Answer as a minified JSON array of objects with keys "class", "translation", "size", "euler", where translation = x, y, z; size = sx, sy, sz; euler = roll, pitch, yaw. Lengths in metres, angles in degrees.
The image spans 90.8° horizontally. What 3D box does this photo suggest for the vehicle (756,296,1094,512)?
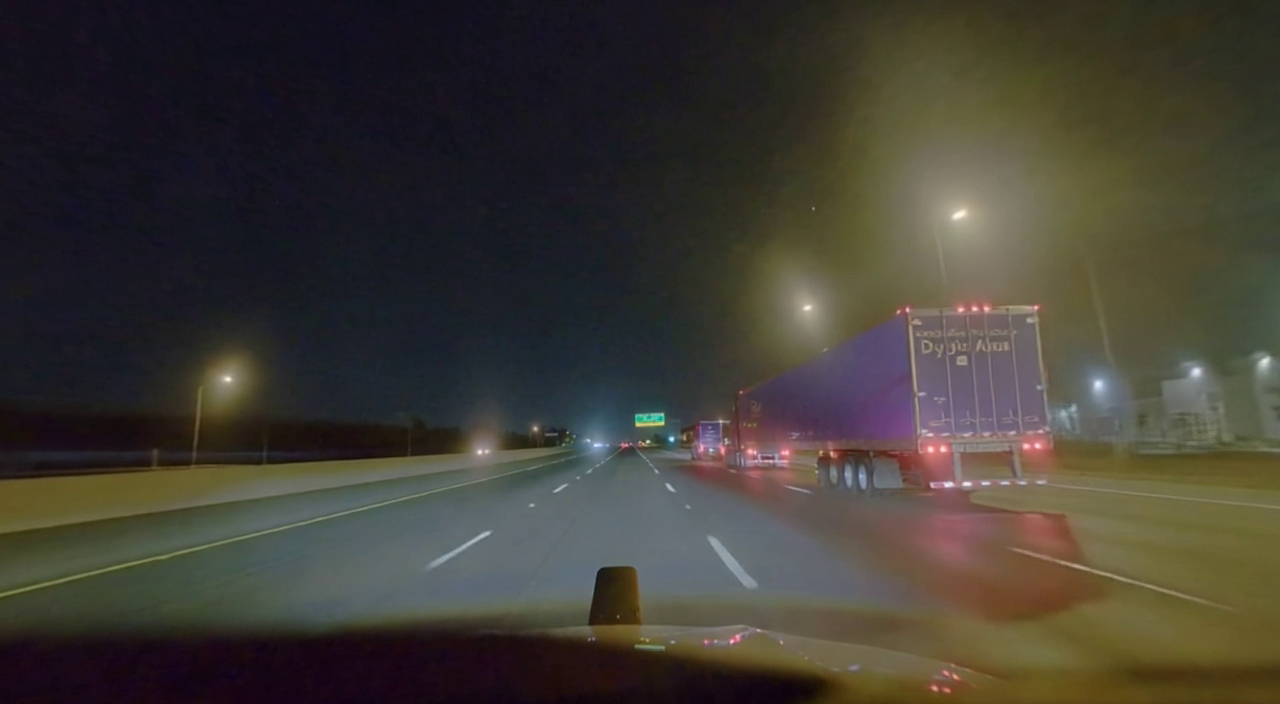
[{"class":"vehicle","translation":[6.636,2.084,19.640],"size":[2.962,3.947,16.241],"euler":[0,-8,0]}]
